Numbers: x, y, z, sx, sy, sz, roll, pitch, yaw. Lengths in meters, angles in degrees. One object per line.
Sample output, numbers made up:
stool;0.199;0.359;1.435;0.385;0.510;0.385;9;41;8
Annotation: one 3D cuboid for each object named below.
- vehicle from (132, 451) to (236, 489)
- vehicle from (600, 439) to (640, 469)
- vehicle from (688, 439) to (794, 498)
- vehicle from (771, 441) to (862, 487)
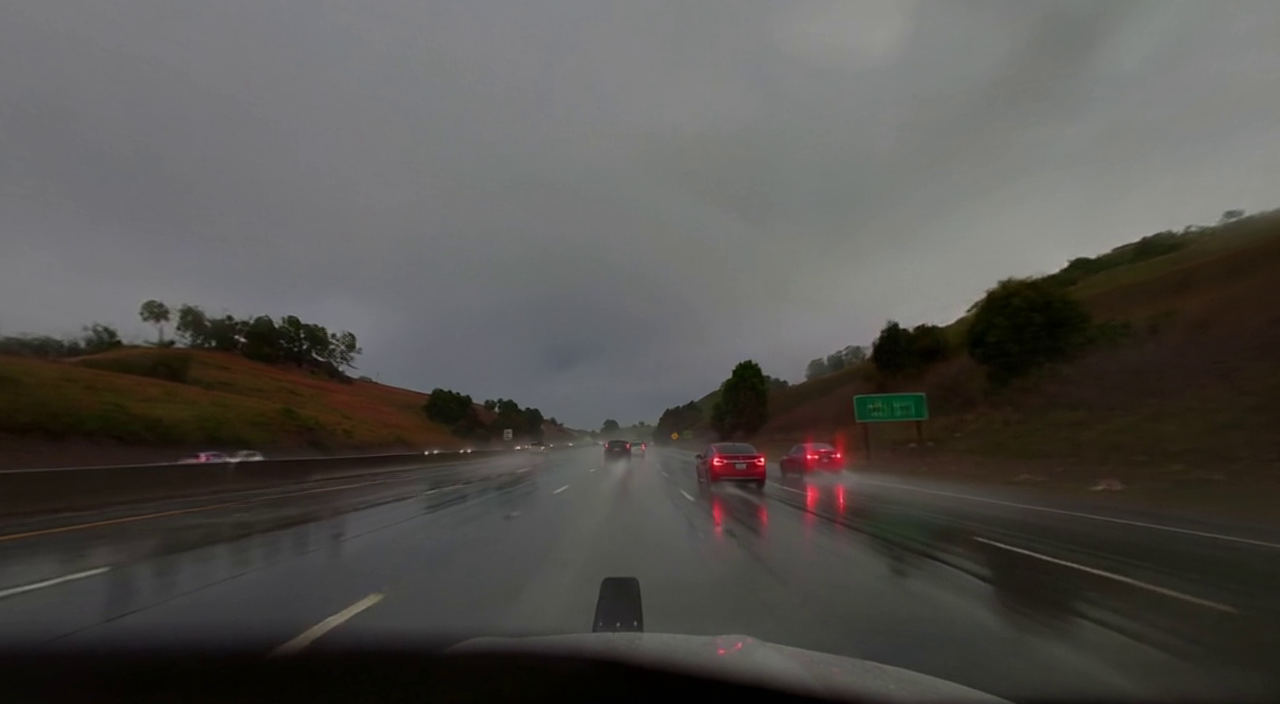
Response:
vehicle;-26.380;6.801;36.806;2.390;1.856;4.803;1;-8;0
vehicle;-1.129;6.021;37.386;2.277;1.675;4.023;0;-8;0
vehicle;2.769;3.328;18.572;2.120;1.492;4.734;0;-8;-2
vehicle;6.089;3.886;22.357;1.845;1.452;4.352;0;-8;-2
